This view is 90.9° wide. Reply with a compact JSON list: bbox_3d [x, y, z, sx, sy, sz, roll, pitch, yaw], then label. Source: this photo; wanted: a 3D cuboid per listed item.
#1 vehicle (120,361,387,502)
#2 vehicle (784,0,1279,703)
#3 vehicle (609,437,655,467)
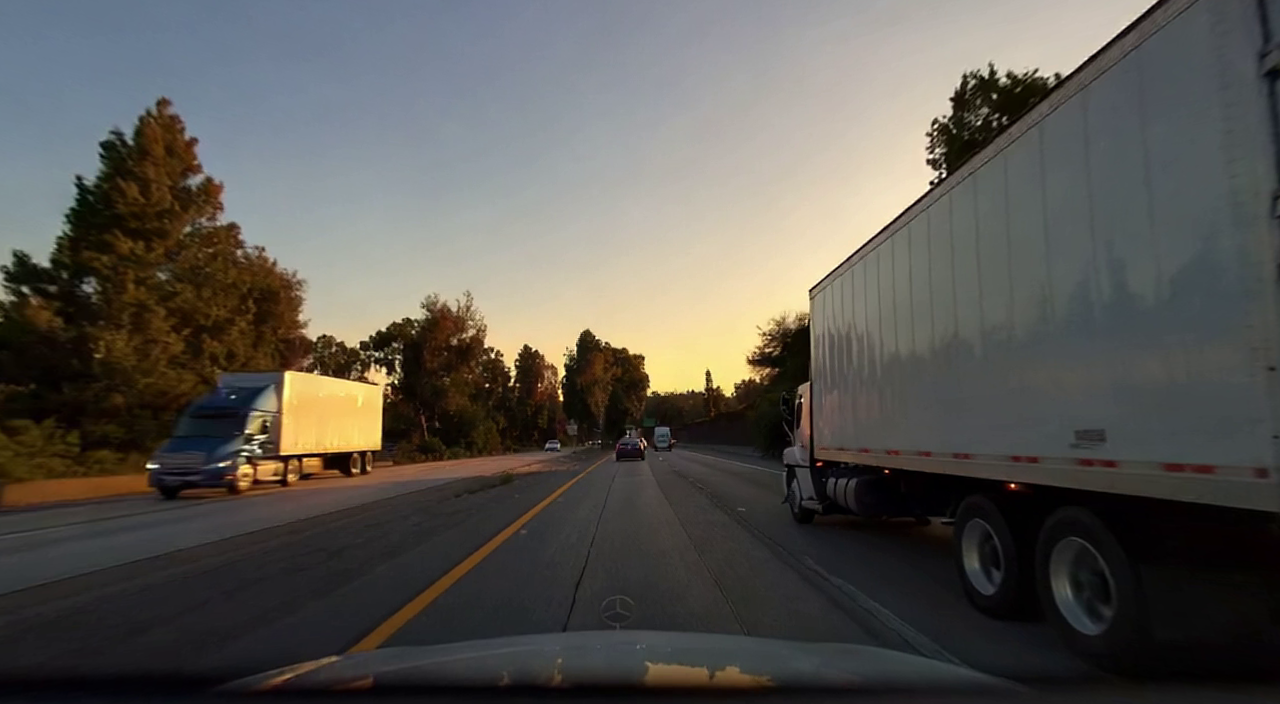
[{"bbox_3d":[-13.533,3.043,24.107,3.190,4.107,11.334,0,-8,-1],"label":"vehicle"},{"bbox_3d":[3.860,0.406,5.909,2.921,3.526,8.207,0,-8,-1],"label":"vehicle"},{"bbox_3d":[-0.458,5.176,32.999,2.259,1.466,3.693,0,-8,-1],"label":"vehicle"}]
